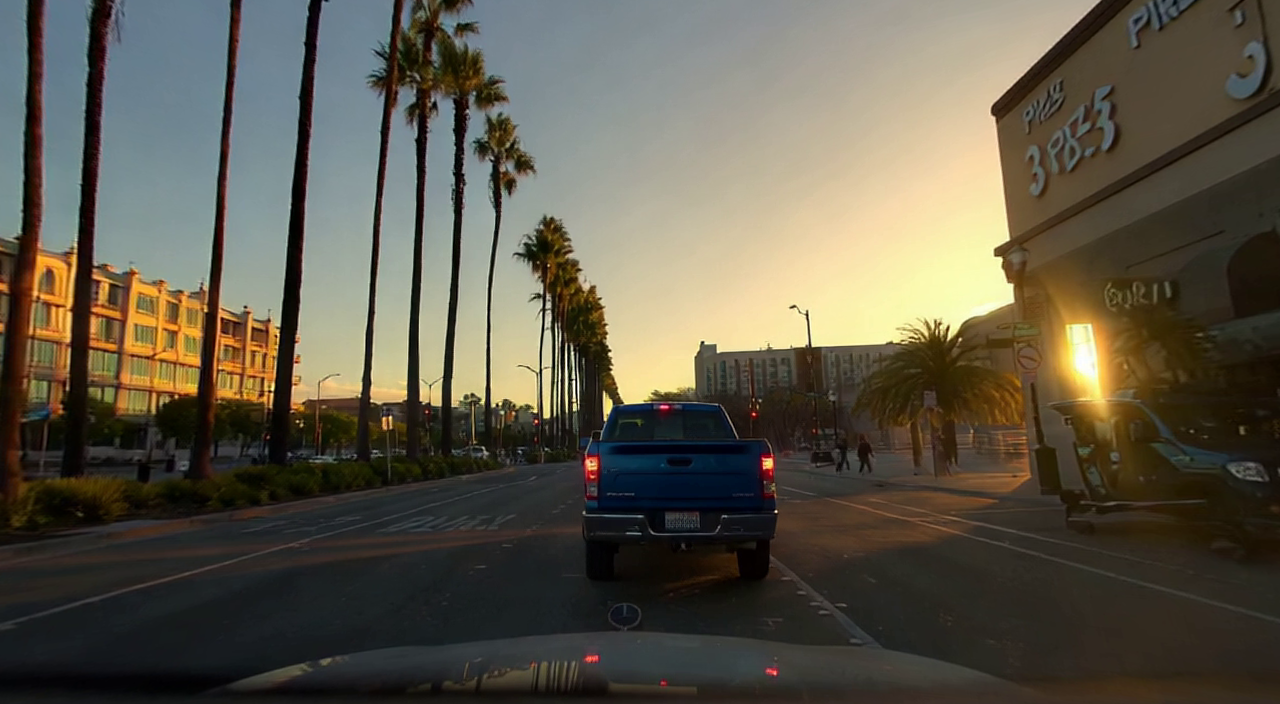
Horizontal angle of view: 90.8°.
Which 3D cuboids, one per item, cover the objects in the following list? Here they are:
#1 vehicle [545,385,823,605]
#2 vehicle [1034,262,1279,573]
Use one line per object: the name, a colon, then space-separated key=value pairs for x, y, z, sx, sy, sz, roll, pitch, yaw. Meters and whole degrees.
vehicle: x=0.415 y=1.584 z=7.977 sx=2.311 sy=1.819 sz=5.255 roll=0 pitch=-8 yaw=1
vehicle: x=7.867 y=0.884 z=8.573 sx=2.666 sy=3.345 sz=3.622 roll=-3 pitch=-9 yaw=7
